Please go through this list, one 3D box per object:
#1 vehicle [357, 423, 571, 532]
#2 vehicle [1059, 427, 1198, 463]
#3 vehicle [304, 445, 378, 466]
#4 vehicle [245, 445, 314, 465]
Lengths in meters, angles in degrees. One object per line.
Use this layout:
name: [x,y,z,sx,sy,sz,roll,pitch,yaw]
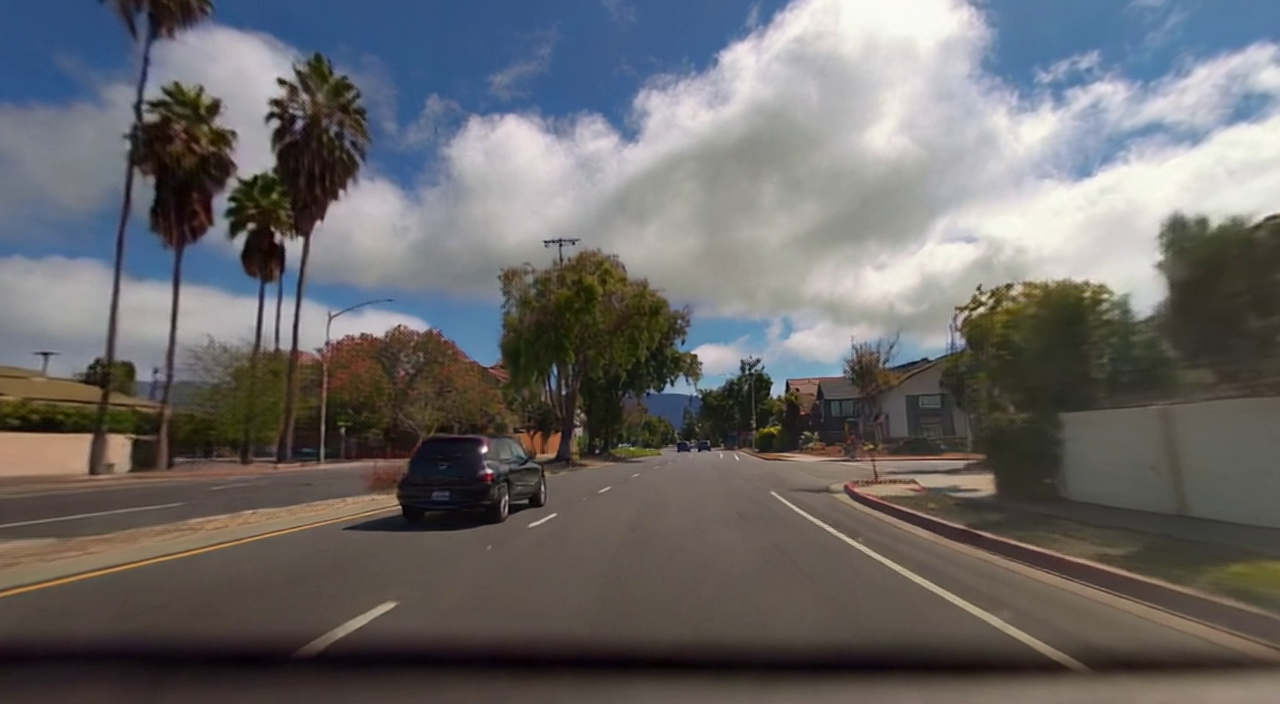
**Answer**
vehicle: [-2.749,2.107,11.255,2.075,1.498,4.730,-1,-8,5]
vehicle: [20.985,4.026,27.343,4.318,1.451,1.915,-4,-9,23]
vehicle: [-22.681,7.831,47.877,4.776,1.491,1.991,-2,-8,11]
vehicle: [-28.222,8.020,49.359,4.447,1.484,1.845,-1,-8,10]
